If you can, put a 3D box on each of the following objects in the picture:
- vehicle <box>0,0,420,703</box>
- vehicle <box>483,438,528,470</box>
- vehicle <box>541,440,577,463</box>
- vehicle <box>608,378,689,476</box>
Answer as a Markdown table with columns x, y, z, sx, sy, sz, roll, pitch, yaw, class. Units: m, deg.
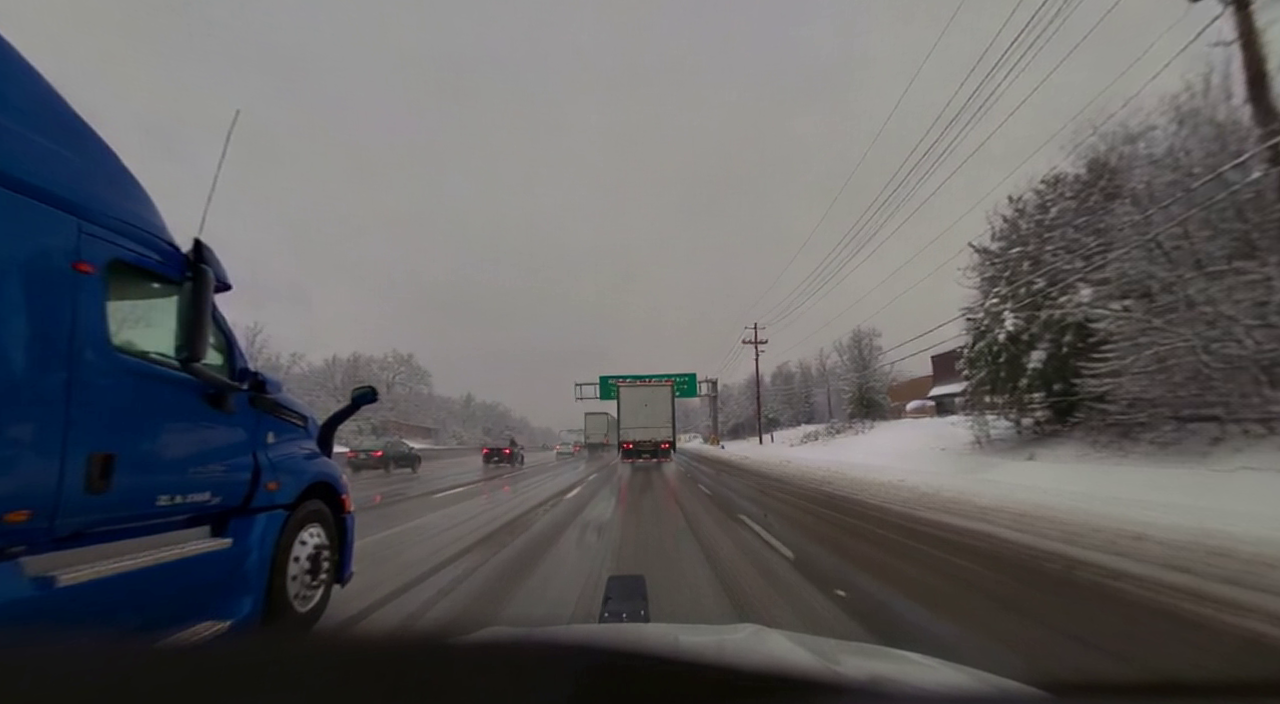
| x | y | z | sx | sy | sz | roll | pitch | yaw | class |
| --- | --- | --- | --- | --- | --- | --- | --- | --- | --- |
| -4.030 | -0.046 | 2.425 | 3.061 | 3.891 | 8.658 | 0 | -9 | 1 | vehicle |
| -7.041 | 5.349 | 33.238 | 1.736 | 1.580 | 2.778 | 0 | -9 | 0 | vehicle |
| -5.423 | 6.722 | 42.783 | 1.933 | 1.459 | 4.478 | 0 | -9 | -2 | vehicle |
| 0.270 | 3.481 | 28.092 | 2.941 | 3.604 | 9.851 | 0 | -9 | 0 | vehicle |
